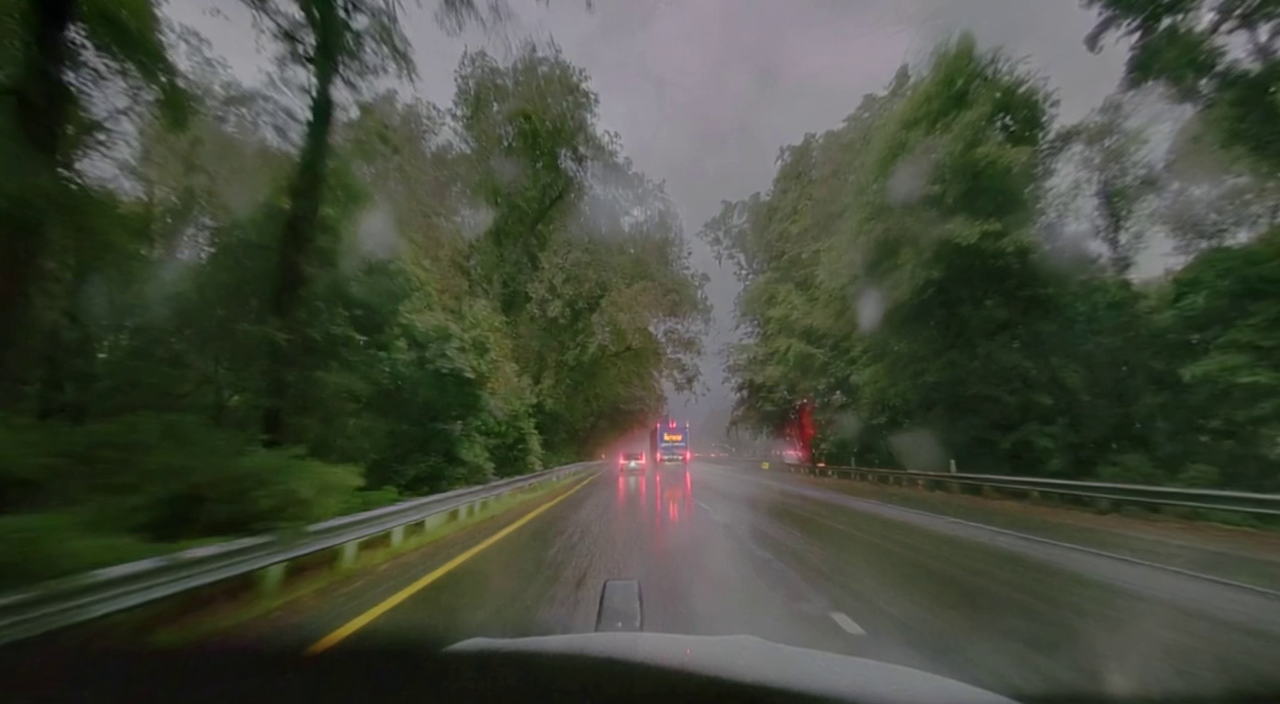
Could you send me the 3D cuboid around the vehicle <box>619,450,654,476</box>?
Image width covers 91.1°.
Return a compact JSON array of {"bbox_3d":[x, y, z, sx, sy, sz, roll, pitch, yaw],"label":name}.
[{"bbox_3d":[-0.215,7.030,39.934,2.057,1.528,3.958,-1,-9,0],"label":"vehicle"}]
